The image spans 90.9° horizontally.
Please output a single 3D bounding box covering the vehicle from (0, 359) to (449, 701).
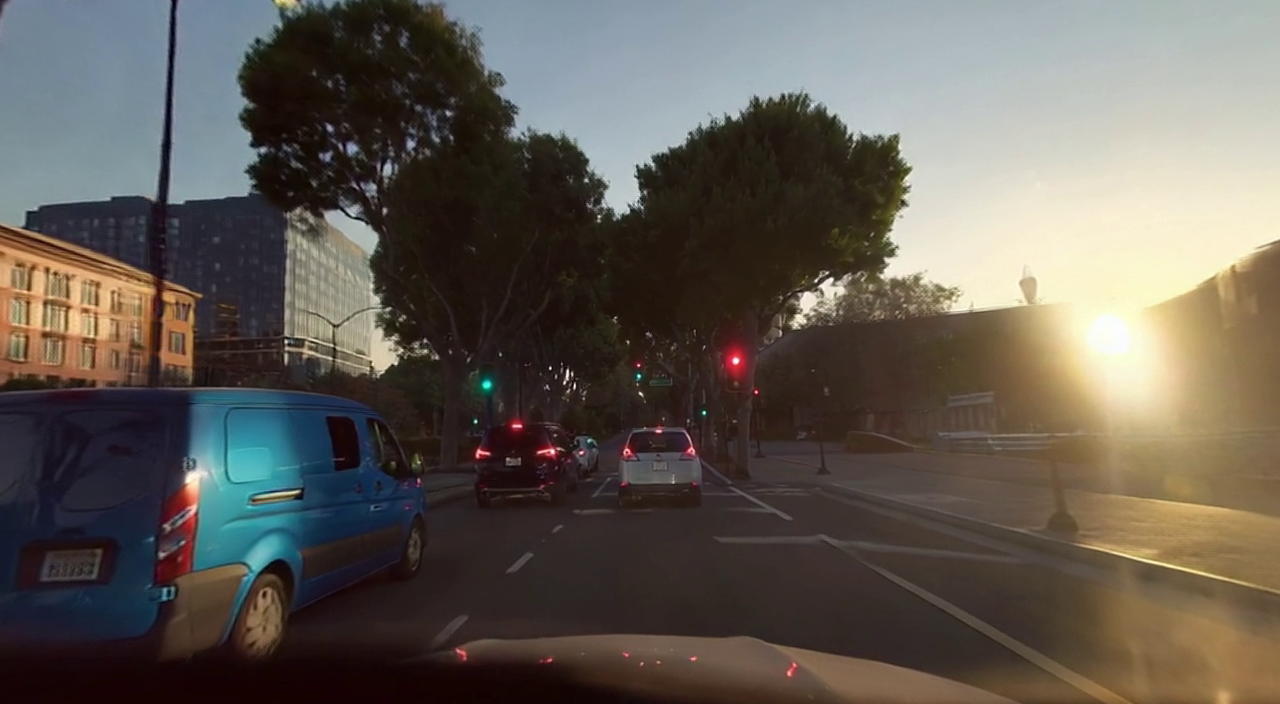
[{"bbox_3d":[-3.132,1.170,5.164,1.940,1.722,3.823,0,-8,0],"label":"vehicle"}]

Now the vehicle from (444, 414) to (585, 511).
[{"bbox_3d":[-2.562,2.407,14.170,2.124,1.799,4.587,0,-8,1],"label":"vehicle"}]

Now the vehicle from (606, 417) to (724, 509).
[{"bbox_3d":[0.499,2.381,13.870,2.205,1.727,3.917,0,-8,1],"label":"vehicle"}]
